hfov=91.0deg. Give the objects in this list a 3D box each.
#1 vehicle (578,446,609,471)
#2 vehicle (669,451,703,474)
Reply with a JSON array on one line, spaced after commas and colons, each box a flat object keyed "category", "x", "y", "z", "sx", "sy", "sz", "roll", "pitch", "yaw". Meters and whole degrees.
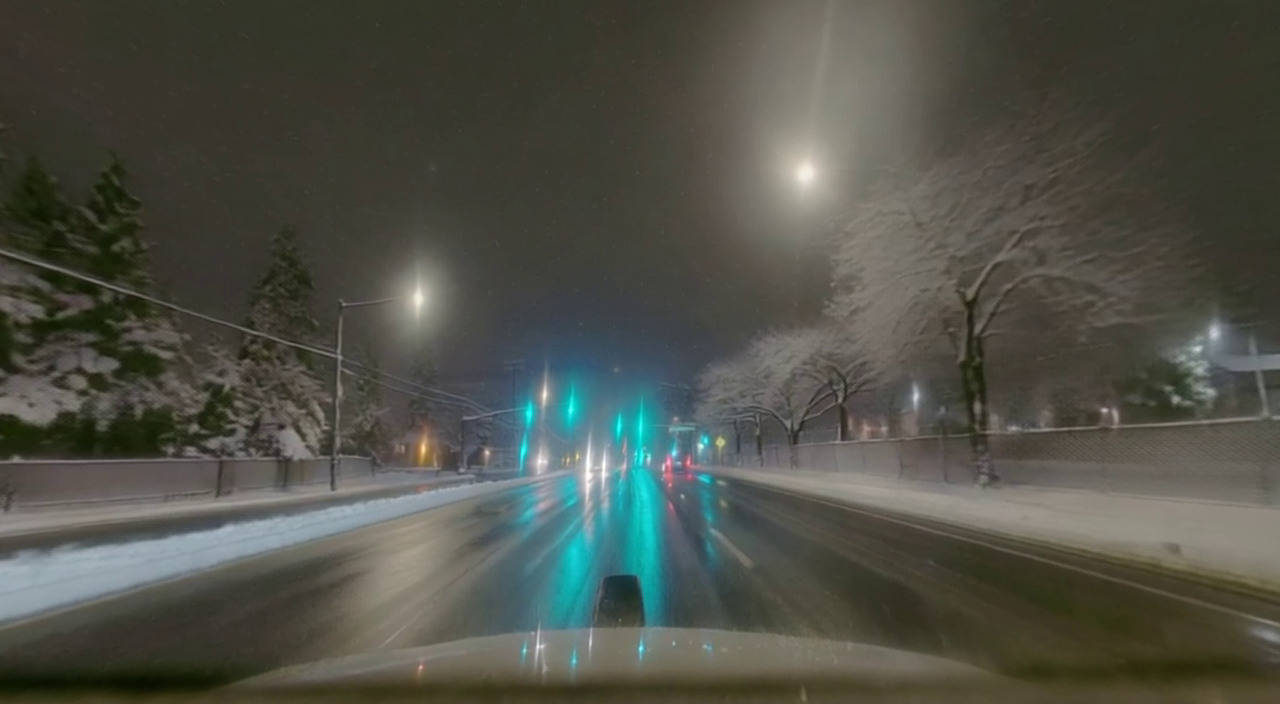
[{"category": "vehicle", "x": -3.549, "y": 8.227, "z": 48.851, "sx": 2.078, "sy": 1.832, "sz": 4.746, "roll": 0, "pitch": -9, "yaw": -1}, {"category": "vehicle", "x": 3.200, "y": 7.834, "z": 44.783, "sx": 2.105, "sy": 1.490, "sz": 4.008, "roll": 0, "pitch": -9, "yaw": 0}]
